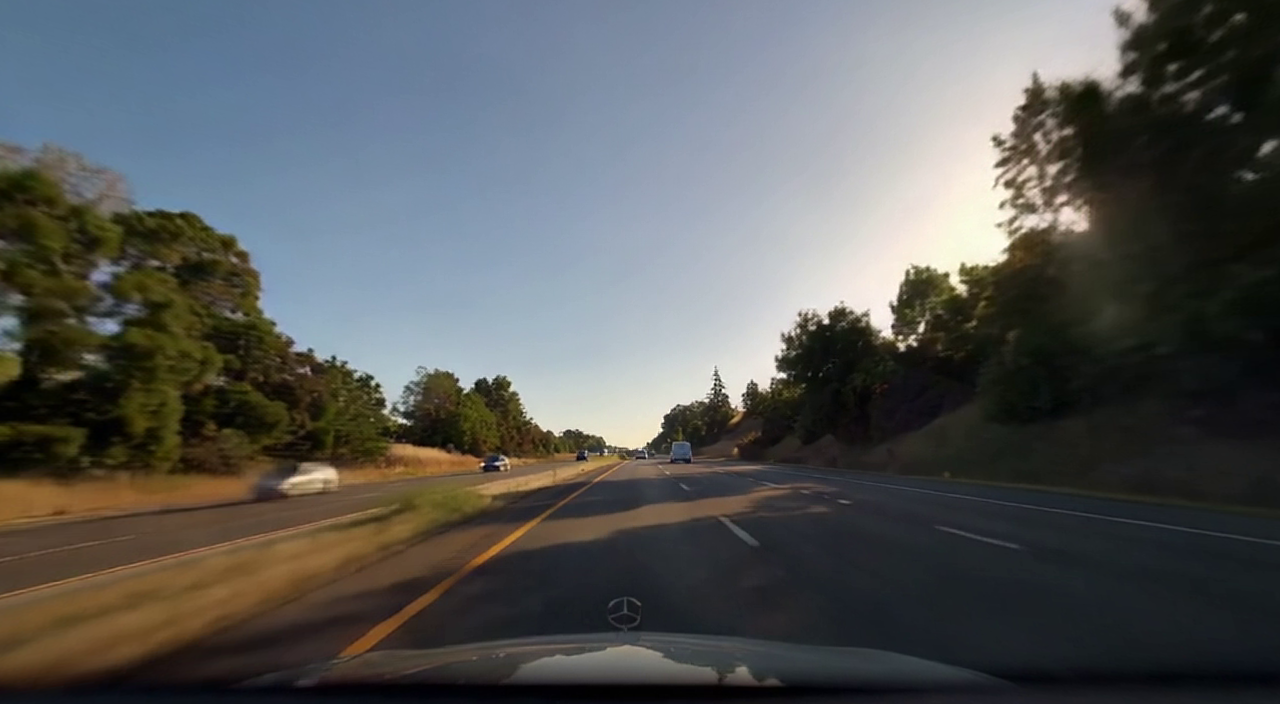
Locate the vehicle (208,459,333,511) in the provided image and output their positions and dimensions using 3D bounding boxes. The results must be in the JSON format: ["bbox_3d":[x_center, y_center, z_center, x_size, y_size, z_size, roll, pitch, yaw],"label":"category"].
[{"bbox_3d":[-12.279,4.401,21.319,1.813,1.502,3.976,0,-9,0],"label":"vehicle"}]

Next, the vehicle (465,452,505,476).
[{"bbox_3d":[-11.660,8.451,47.799,1.958,1.633,4.349,0,-9,0],"label":"vehicle"}]
